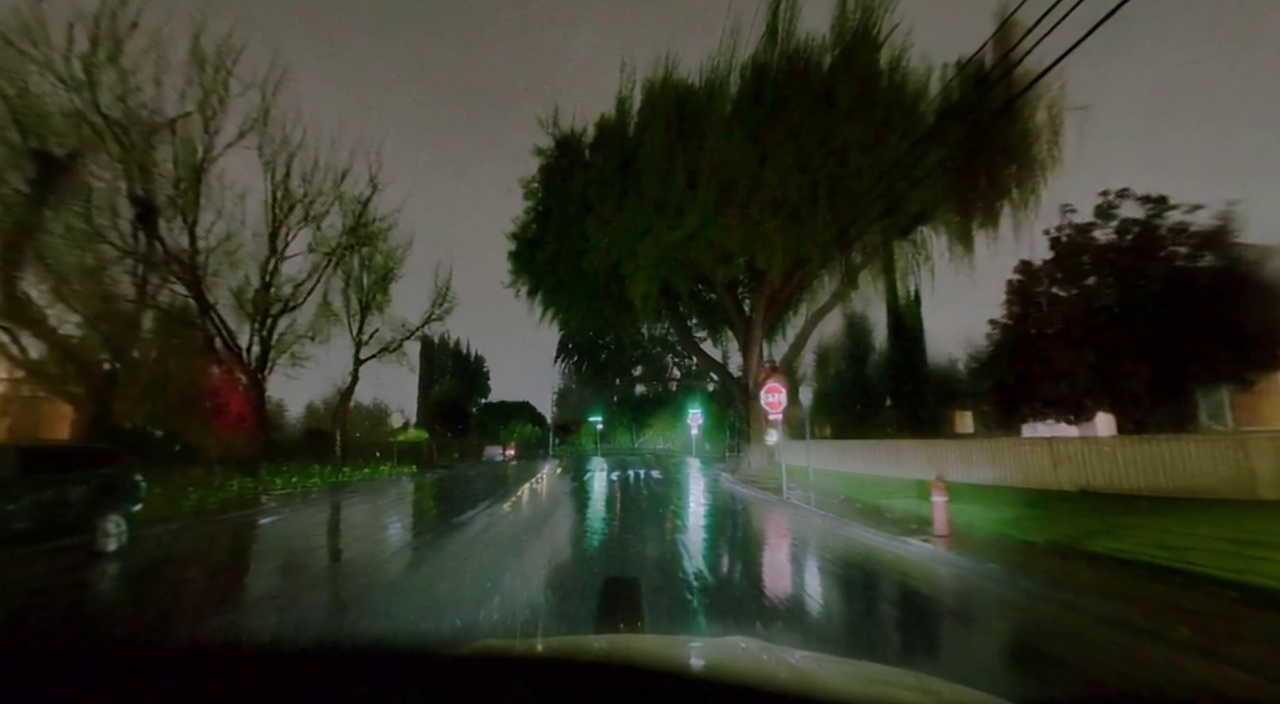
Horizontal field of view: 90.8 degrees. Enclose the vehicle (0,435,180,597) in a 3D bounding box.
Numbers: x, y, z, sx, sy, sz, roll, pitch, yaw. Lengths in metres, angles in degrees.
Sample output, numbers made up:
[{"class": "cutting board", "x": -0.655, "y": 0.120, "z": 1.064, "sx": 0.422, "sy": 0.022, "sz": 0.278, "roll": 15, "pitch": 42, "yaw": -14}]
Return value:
[{"class": "vehicle", "x": -7.640, "y": 1.771, "z": 7.046, "sx": 1.994, "sy": 1.656, "sz": 4.334, "roll": 1, "pitch": -8, "yaw": -5}]
